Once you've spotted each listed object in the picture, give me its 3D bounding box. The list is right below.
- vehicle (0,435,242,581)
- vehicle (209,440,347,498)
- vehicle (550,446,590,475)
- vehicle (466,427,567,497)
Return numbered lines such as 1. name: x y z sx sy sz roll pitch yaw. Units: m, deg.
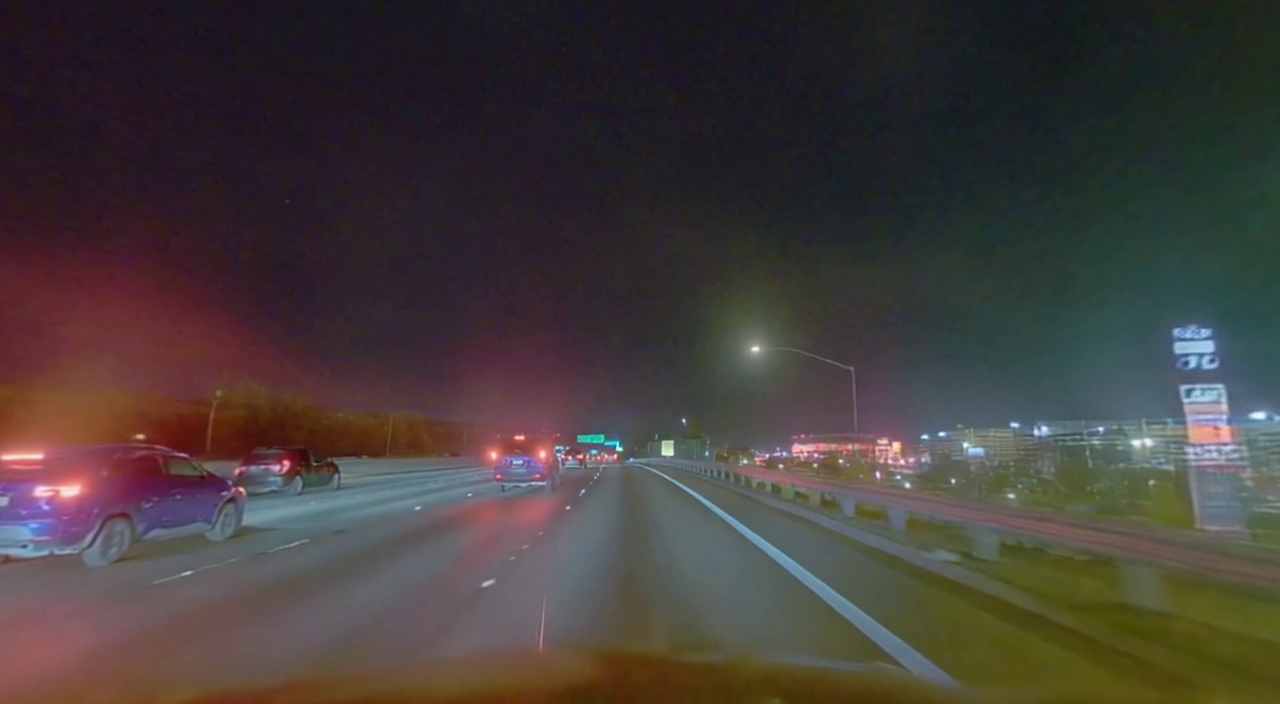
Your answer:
1. vehicle: -7.272 1.879 8.335 1.796 1.509 3.393 0 -8 -1
2. vehicle: -11.632 3.755 20.695 1.919 1.665 4.394 0 -8 -1
3. vehicle: -4.051 6.340 37.121 1.955 1.614 3.817 0 -8 -1
4. vehicle: -3.870 3.552 20.838 2.301 1.985 5.247 0 -8 0
